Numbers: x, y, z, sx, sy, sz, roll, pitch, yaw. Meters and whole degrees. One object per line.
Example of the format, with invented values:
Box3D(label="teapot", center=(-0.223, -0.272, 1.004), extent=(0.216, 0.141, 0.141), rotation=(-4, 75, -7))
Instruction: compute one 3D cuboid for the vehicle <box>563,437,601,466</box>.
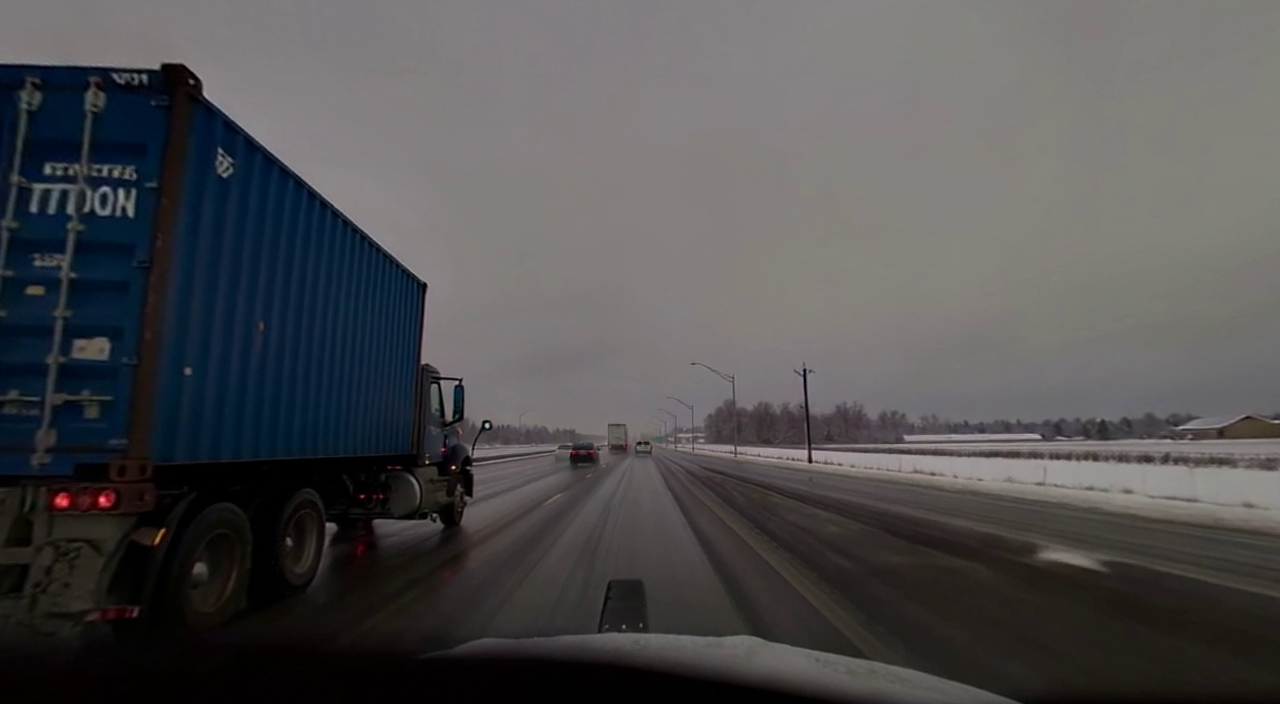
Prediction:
Box3D(label="vehicle", center=(-3.606, 6.290, 40.047), extent=(1.995, 1.745, 4.187), rotation=(0, -8, 1))

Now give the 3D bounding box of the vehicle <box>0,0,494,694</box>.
Box3D(label="vehicle", center=(-4.064, 0.296, 7.087), extent=(2.987, 3.868, 7.576), rotation=(0, -8, 0))
